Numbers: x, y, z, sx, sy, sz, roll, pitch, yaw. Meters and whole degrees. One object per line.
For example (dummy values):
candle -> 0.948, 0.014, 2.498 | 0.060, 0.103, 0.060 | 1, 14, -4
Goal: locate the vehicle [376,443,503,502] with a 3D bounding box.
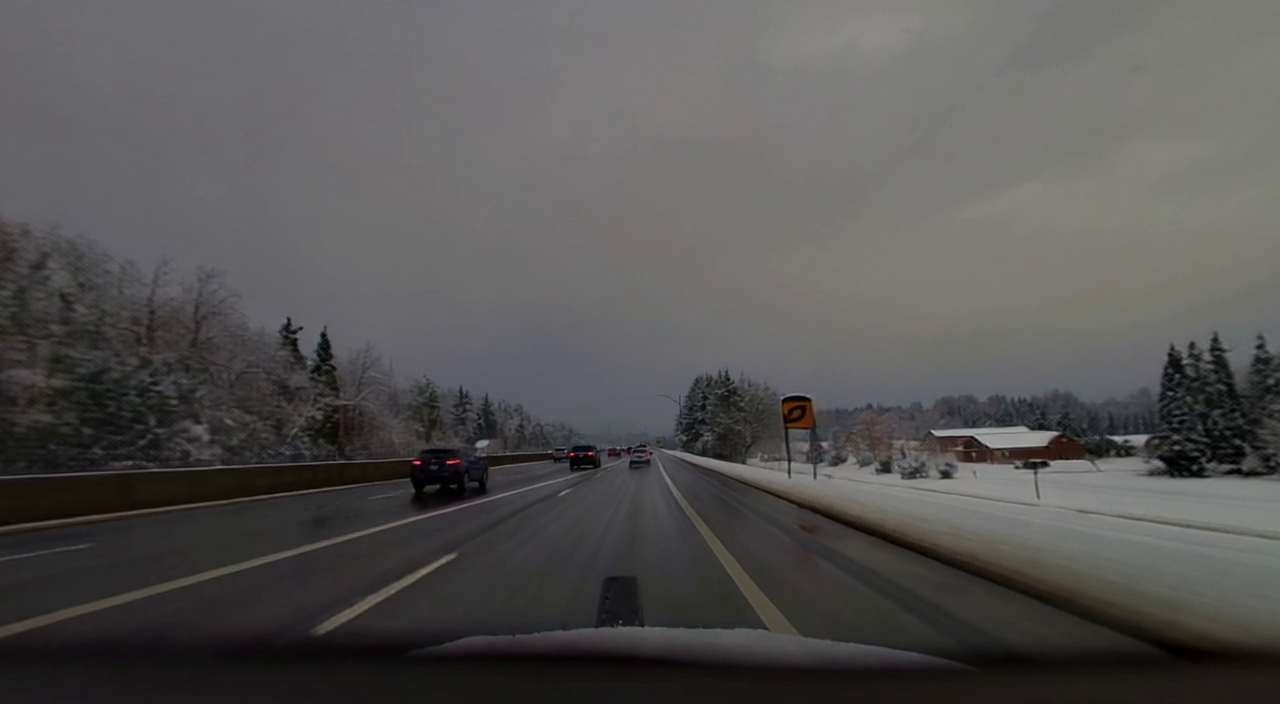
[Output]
vehicle -> -5.966, 3.638, 19.549 | 2.102, 1.562, 4.884 | -1, -9, 3

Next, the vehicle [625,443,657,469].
vehicle -> 0.143, 7.421, 45.270 | 2.179, 1.742, 4.396 | -1, -9, 2

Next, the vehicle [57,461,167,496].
vehicle -> -26.426, 6.324, 31.849 | 1.771, 1.489, 4.222 | -1, -9, 2
